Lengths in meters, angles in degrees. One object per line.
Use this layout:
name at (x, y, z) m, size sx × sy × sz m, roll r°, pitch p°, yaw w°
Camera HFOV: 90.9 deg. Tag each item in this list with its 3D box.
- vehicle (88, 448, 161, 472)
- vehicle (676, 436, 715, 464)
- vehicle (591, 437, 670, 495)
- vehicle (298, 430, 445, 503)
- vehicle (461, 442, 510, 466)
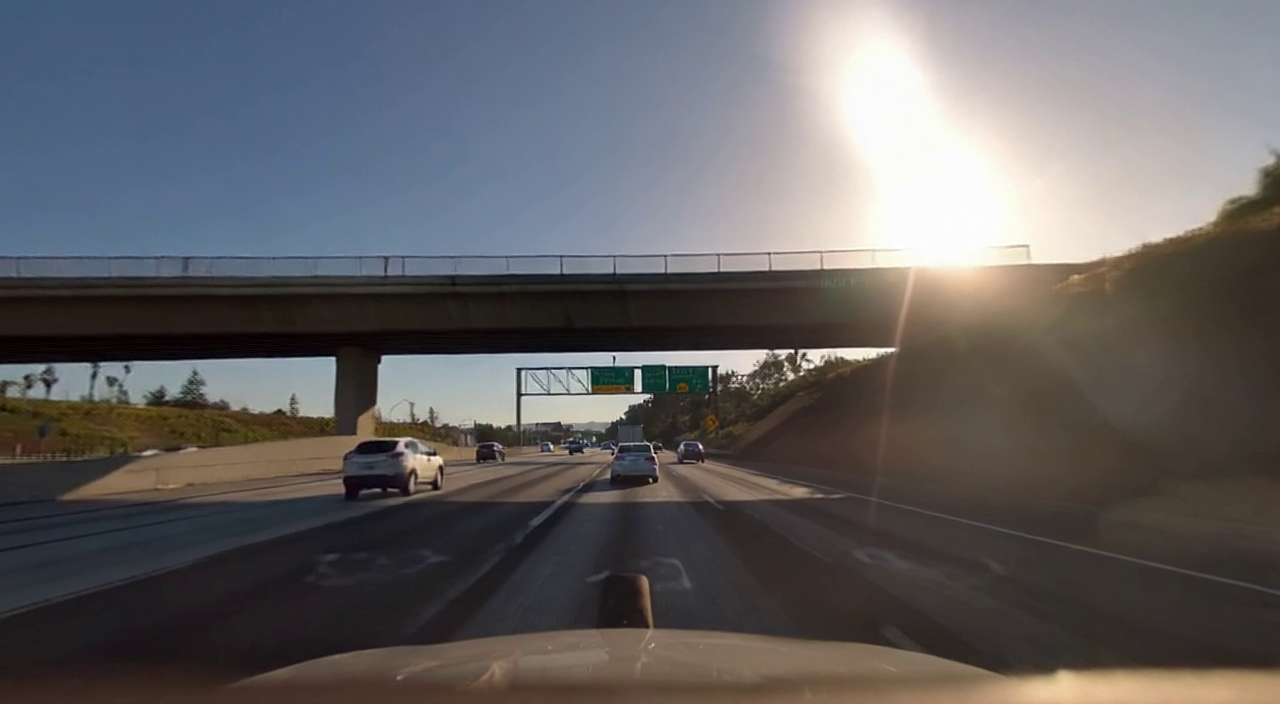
vehicle at (-32.673, 6.832, 40.083) m, size 1.606 × 1.402 × 3.428 m, roll -1°, pitch -8°, yaw 2°
vehicle at (3.615, 6.473, 41.853) m, size 2.100 × 1.707 × 4.342 m, roll 0°, pitch -8°, yaw -2°
vehicle at (-0.259, 3.249, 18.397) m, size 2.042 × 1.446 × 4.269 m, roll 0°, pitch -8°, yaw 0°
vehicle at (-6.910, 2.988, 16.837) m, size 2.060 × 1.669 × 4.242 m, roll 0°, pitch -8°, yaw 0°
vehicle at (-10.518, 6.971, 43.366) m, size 2.019 × 1.510 × 4.992 m, roll 0°, pitch -8°, yaw 1°
